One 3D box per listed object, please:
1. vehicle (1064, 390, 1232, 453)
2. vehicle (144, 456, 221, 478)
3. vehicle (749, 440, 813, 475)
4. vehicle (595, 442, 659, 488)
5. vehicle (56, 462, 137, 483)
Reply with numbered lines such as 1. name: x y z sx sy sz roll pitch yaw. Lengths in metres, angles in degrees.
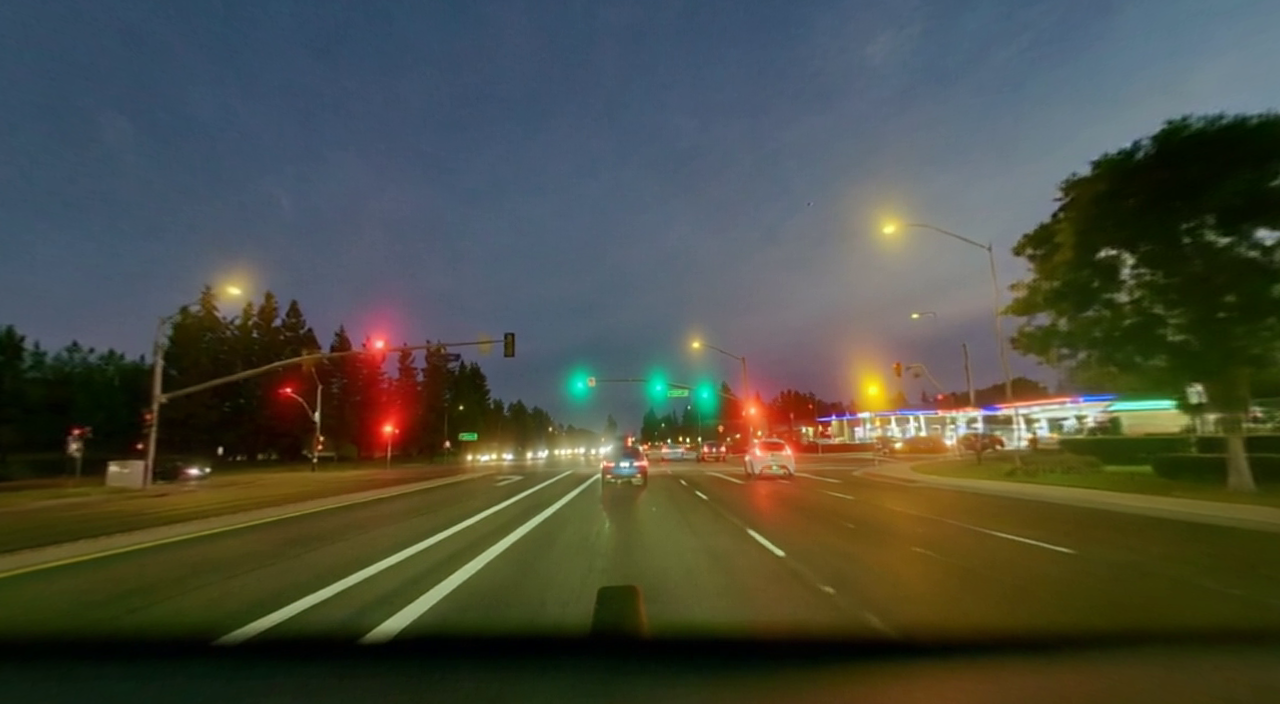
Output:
1. vehicle: 29.013 4.192 36.746 2.940 3.265 7.968 0 -9 -1
2. vehicle: -34.741 8.726 48.014 4.287 1.612 1.993 0 -9 2
3. vehicle: 6.374 4.819 29.056 1.890 1.489 4.396 0 -9 -1
4. vehicle: -0.409 3.918 22.217 2.040 1.451 3.736 0 -9 0
5. vehicle: -39.451 8.767 45.938 4.308 1.430 1.824 -1 -9 4
